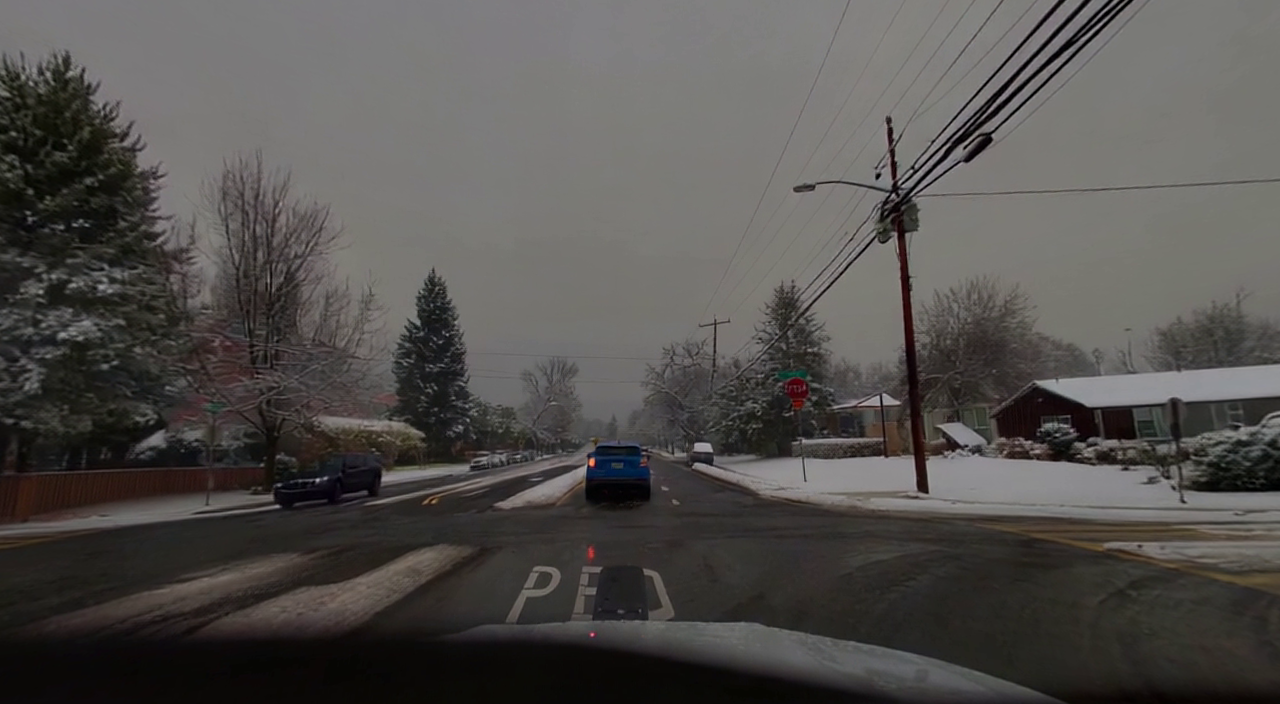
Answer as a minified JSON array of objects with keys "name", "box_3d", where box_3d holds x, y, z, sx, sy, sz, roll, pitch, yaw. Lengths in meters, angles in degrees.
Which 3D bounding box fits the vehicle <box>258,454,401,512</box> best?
[{"name":"vehicle","box_3d":[-9.275,3.913,19.325,1.934,1.506,4.032,-1,-9,7]}]

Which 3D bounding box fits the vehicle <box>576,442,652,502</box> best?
[{"name":"vehicle","box_3d":[-0.677,3.260,17.579,1.877,1.448,3.830,0,-8,-1]}]

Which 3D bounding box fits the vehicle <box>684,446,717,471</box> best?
[{"name":"vehicle","box_3d":[4.428,7.849,46.926,2.101,1.744,4.466,0,-8,0]}]
